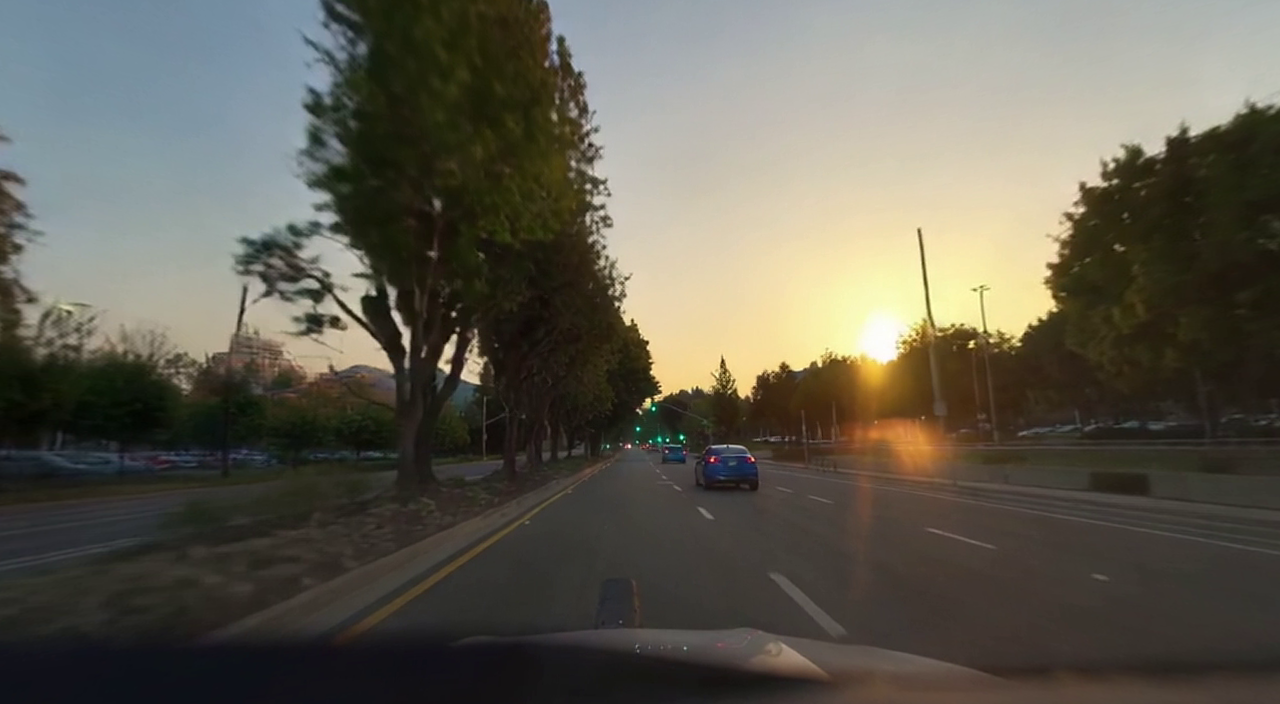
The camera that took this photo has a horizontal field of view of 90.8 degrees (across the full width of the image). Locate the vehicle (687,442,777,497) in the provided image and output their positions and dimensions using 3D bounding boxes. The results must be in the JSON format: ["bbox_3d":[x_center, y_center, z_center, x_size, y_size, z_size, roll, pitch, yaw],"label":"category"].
[{"bbox_3d":[2.663,3.524,19.346,2.056,1.483,4.091,0,-8,-2],"label":"vehicle"}]
